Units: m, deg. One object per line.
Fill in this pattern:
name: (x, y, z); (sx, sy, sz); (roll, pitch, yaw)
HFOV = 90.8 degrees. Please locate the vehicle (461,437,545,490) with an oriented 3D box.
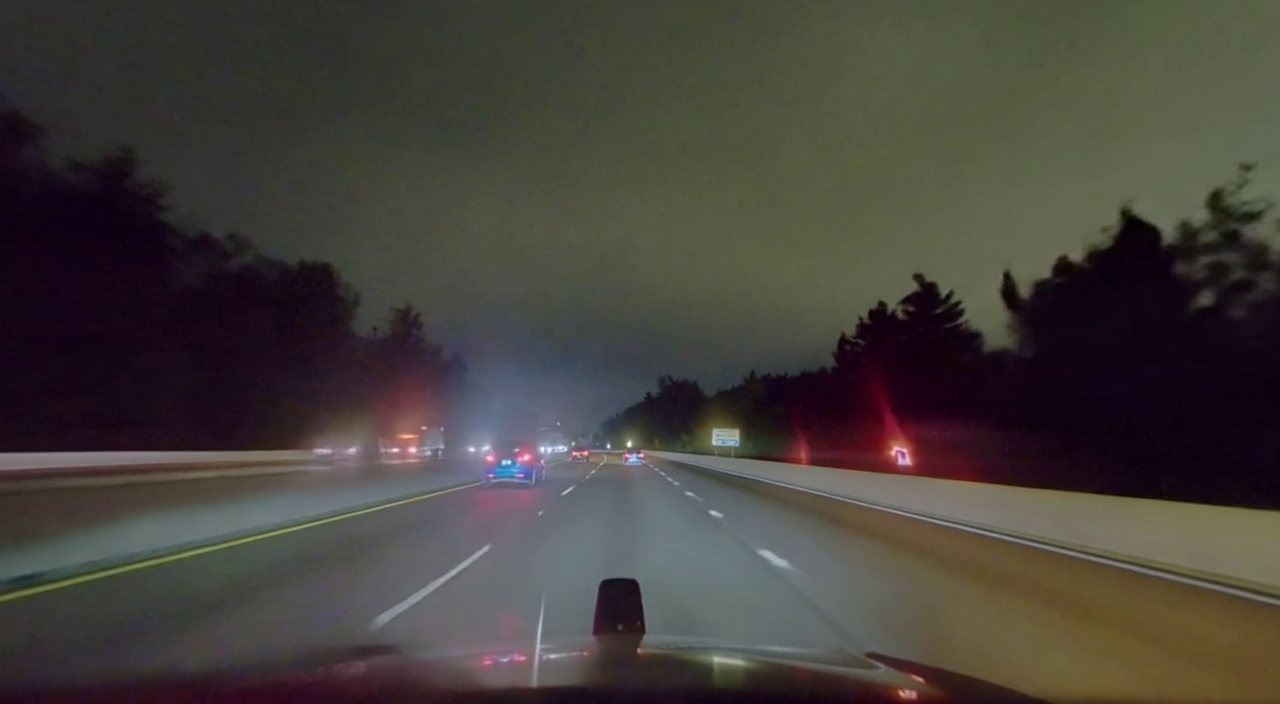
vehicle: (-4.703, 3.909, 22.366); (2.088, 1.675, 4.108); (0, -9, 0)

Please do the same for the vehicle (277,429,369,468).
vehicle: (-13.838, 4.249, 27.847); (1.899, 1.536, 4.263); (0, -9, -1)

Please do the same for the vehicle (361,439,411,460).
vehicle: (-18.290, 7.061, 45.623); (1.851, 1.453, 4.488); (0, -9, -2)
